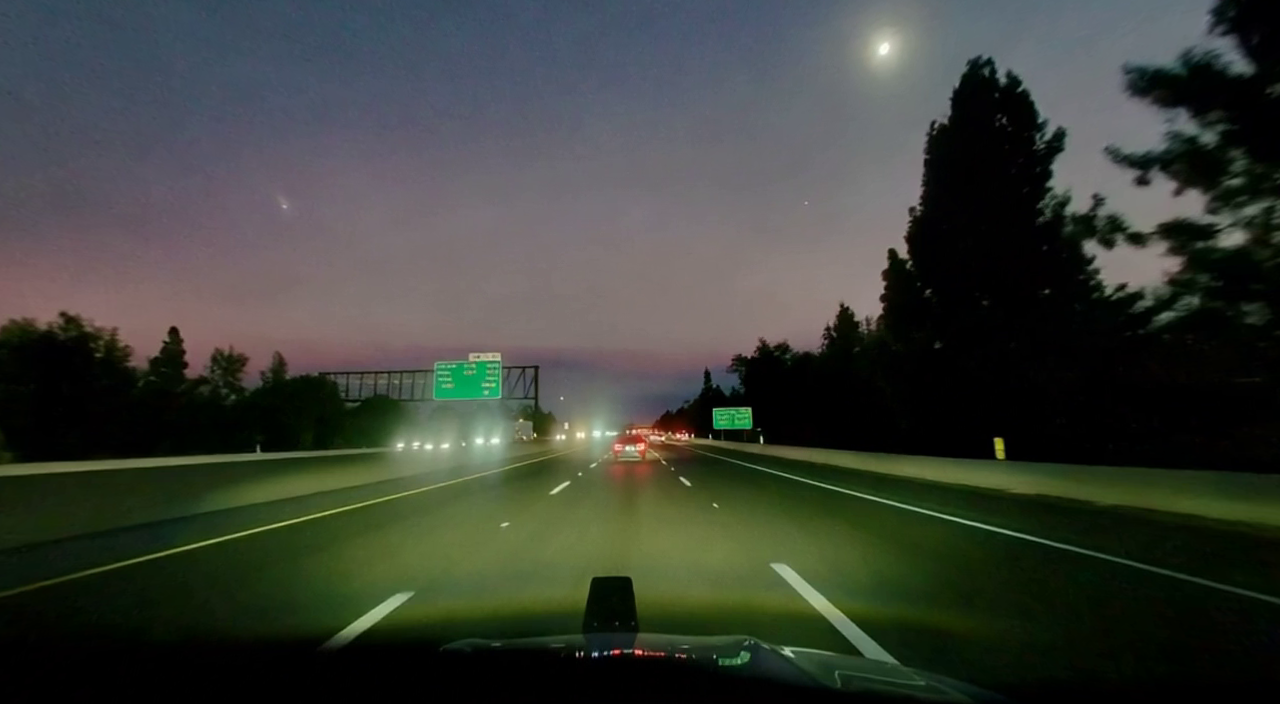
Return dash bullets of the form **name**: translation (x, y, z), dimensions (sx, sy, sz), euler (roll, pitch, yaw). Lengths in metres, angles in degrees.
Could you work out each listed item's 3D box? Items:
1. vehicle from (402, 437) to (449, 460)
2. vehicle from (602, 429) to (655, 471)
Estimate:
- **vehicle**: translation (-16.325, 7.340, 48.108), dimensions (2.001, 1.671, 4.427), euler (0, -8, 0)
- **vehicle**: translation (-0.483, 4.125, 26.768), dimensions (2.094, 1.600, 3.666), euler (0, -8, -1)
